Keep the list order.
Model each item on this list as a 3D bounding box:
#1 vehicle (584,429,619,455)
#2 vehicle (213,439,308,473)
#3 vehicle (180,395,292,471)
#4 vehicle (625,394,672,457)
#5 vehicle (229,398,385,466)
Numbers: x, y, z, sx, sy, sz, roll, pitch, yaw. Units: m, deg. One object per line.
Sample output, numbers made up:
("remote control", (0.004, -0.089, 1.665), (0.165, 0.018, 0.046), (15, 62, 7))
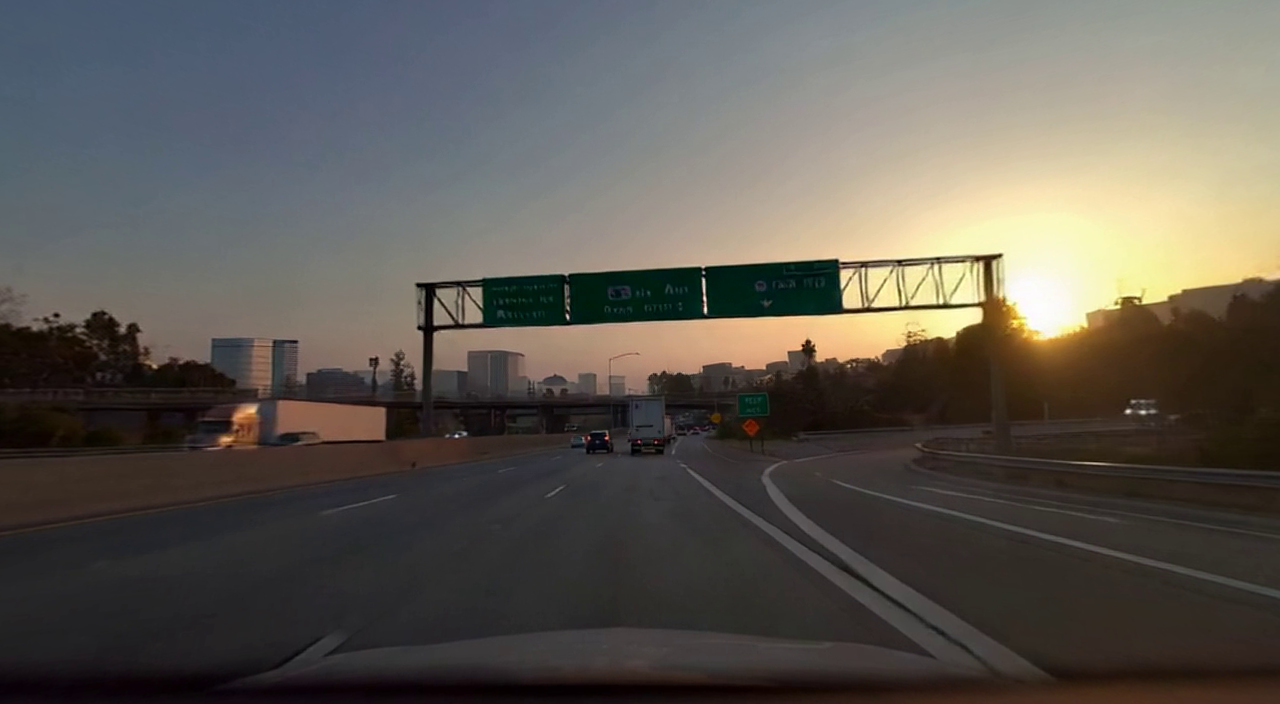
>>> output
("vehicle", (-2.800, 6.697, 46.862), (2.119, 1.787, 4.655), (0, -8, 3))
("vehicle", (-19.149, 5.247, 31.989), (1.947, 1.587, 4.446), (0, -8, 2))
("vehicle", (-23.131, 4.665, 36.338), (2.784, 3.981, 4.819), (1, -7, 5))
("vehicle", (0.646, 5.439, 45.693), (3.024, 4.019, 10.605), (0, -8, 1))
("vehicle", (-23.005, 5.804, 45.114), (2.940, 4.056, 14.297), (0, -8, 2))
